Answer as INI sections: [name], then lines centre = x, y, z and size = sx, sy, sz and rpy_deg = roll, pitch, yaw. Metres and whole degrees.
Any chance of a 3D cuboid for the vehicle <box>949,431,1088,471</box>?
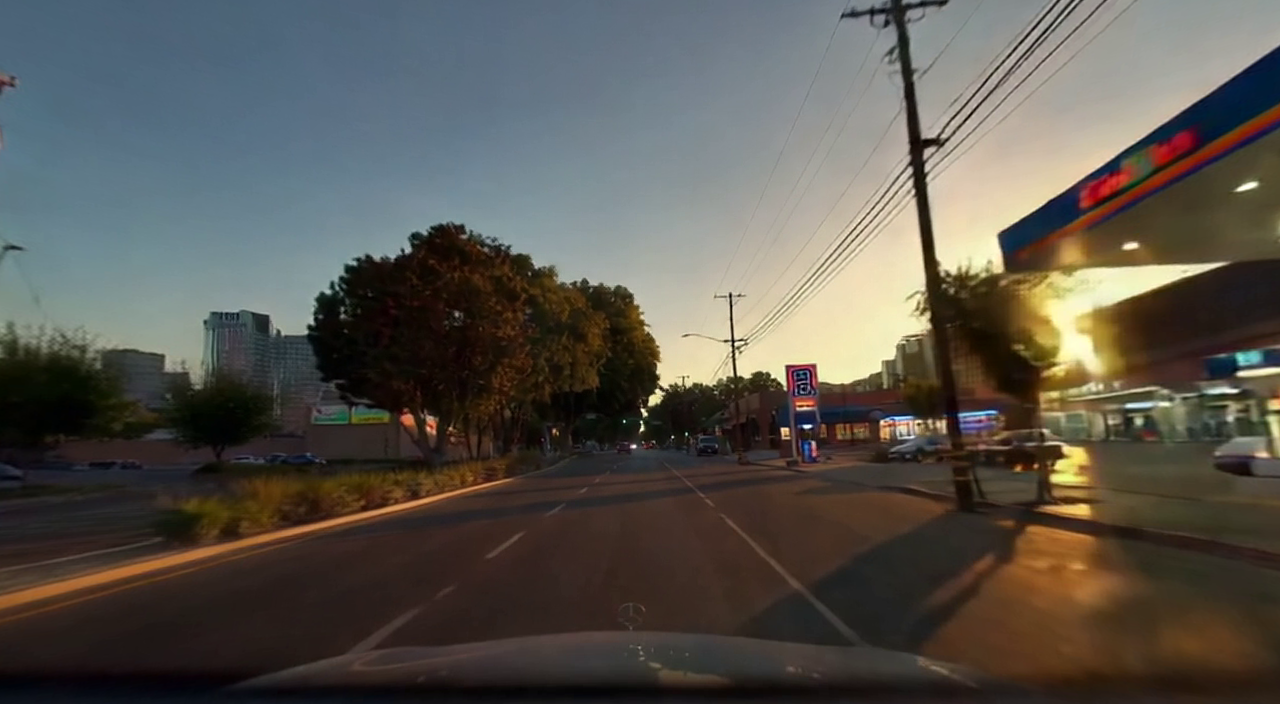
[vehicle]
centre = 15.201, 3.964, 25.403
size = 4.510, 1.517, 2.035
rpy_deg = 1, -8, -12
